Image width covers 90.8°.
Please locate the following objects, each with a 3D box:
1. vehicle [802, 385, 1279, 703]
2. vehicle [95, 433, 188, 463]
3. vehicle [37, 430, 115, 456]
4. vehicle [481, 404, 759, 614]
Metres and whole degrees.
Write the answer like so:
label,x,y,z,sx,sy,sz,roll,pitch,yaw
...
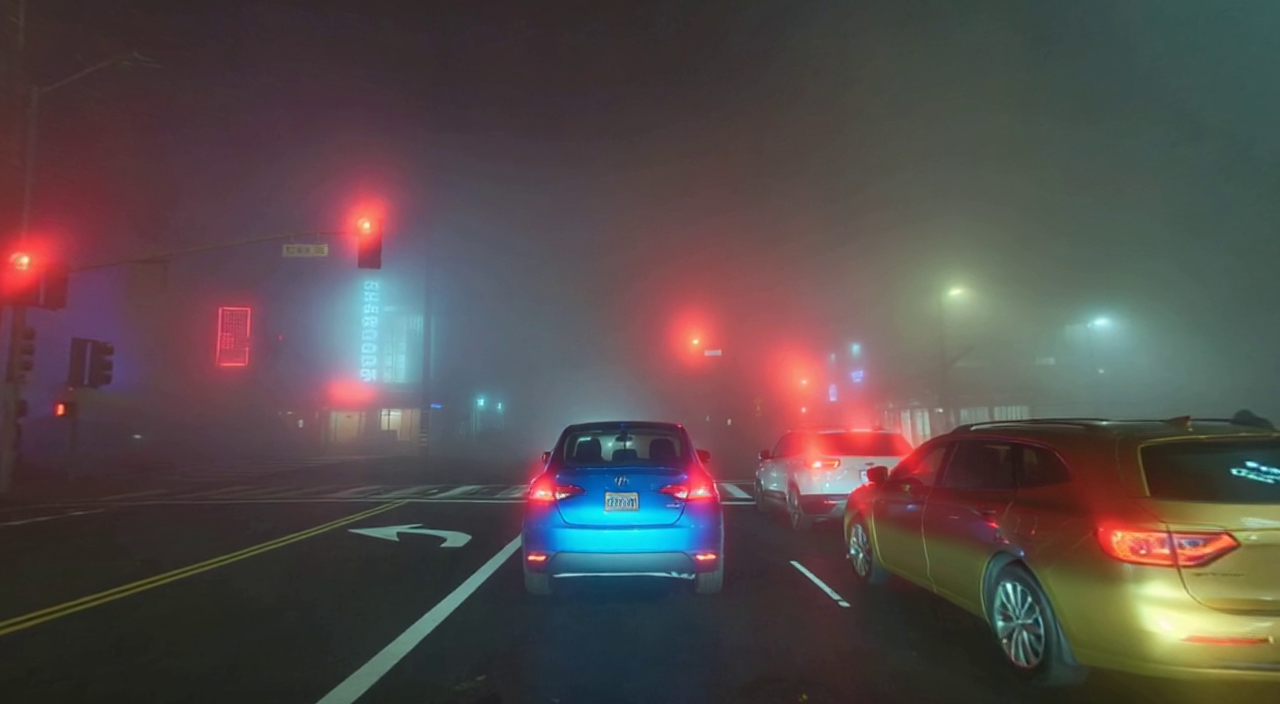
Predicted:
label,x,y,z,sx,sy,sz,roll,pitch,yaw
vehicle,3.018,1.314,5.444,1.983,1.654,4.354,0,-8,-1
vehicle,-27.587,5.312,34.950,4.253,1.570,2.132,-4,-9,23
vehicle,-40.341,6.536,45.209,5.003,1.799,2.066,-4,-9,23
vehicle,-0.149,1.550,7.253,2.123,1.589,4.702,0,-8,0
